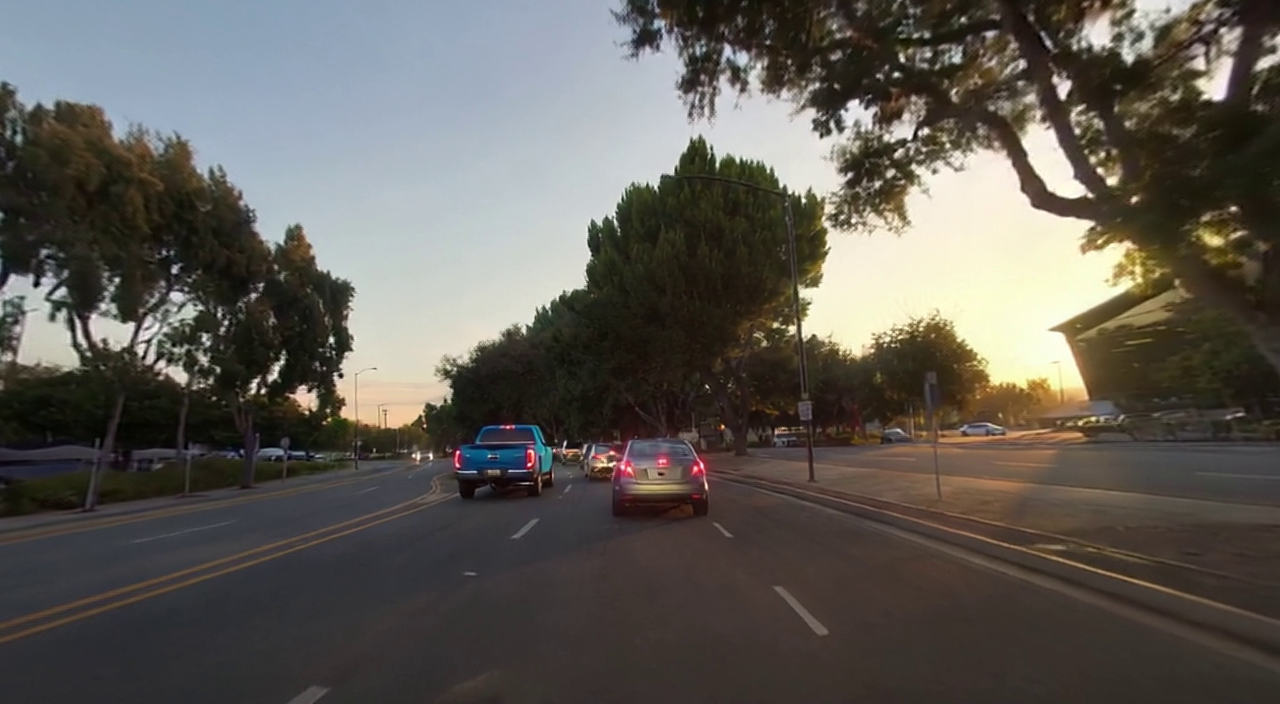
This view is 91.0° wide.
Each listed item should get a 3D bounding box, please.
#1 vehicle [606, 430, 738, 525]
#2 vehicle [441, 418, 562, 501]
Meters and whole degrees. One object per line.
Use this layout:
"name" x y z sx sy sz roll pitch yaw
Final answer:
"vehicle" 0.416 2.352 12.335 2.142 1.528 4.133 0 -9 -3
"vehicle" -3.721 3.040 18.191 2.512 1.992 5.725 0 -9 -3
